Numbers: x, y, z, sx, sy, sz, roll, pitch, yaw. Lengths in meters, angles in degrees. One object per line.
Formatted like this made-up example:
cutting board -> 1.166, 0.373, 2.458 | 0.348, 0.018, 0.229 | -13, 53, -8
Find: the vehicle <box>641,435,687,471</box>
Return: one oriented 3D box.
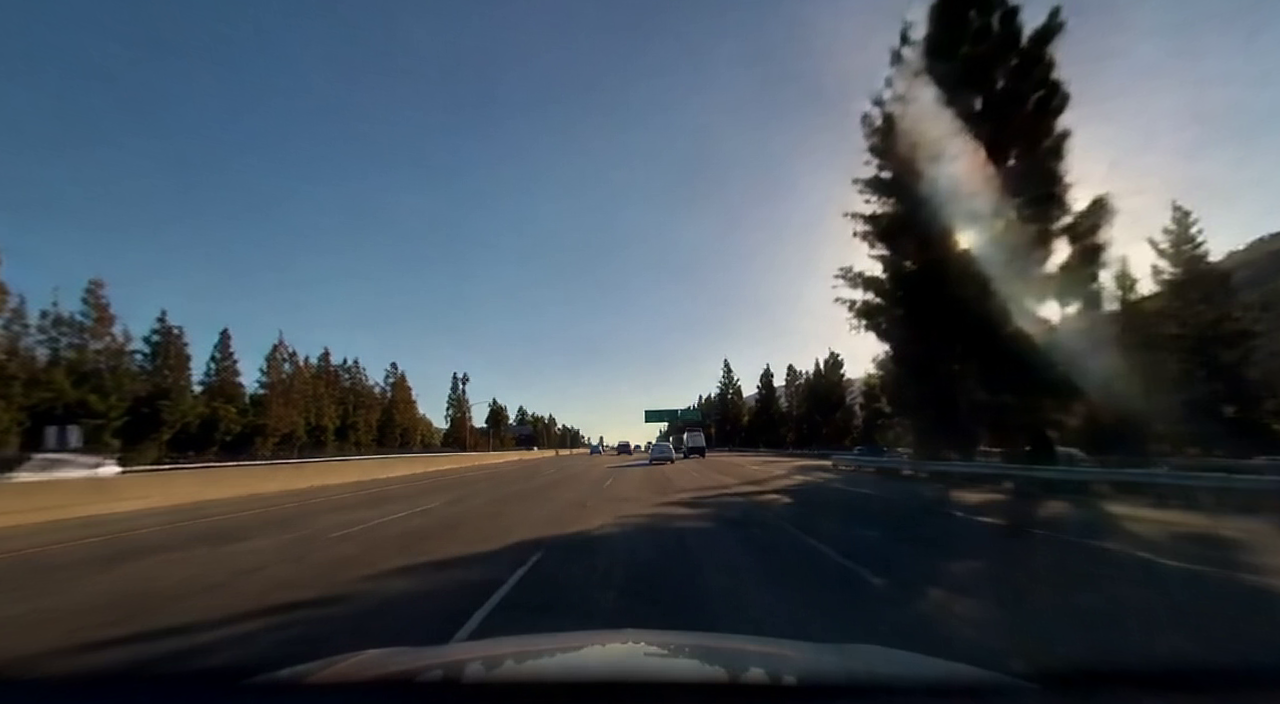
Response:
vehicle -> 1.188, 5.363, 33.575 | 2.260, 1.766, 4.348 | 0, -8, 0
